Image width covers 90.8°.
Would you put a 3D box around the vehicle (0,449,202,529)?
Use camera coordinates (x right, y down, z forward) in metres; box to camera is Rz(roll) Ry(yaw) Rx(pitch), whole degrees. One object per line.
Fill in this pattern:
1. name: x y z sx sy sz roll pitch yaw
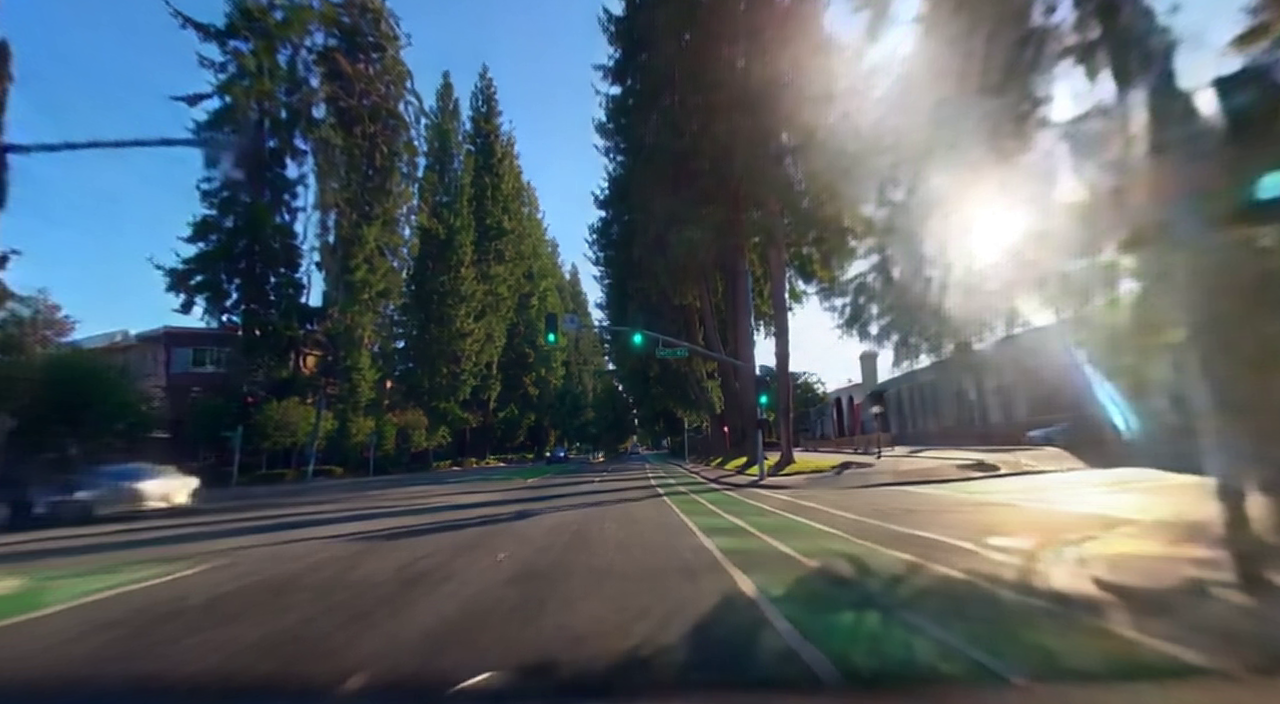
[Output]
1. vehicle: -14.607 3.527 16.990 2.113 1.804 4.732 0 -9 2
